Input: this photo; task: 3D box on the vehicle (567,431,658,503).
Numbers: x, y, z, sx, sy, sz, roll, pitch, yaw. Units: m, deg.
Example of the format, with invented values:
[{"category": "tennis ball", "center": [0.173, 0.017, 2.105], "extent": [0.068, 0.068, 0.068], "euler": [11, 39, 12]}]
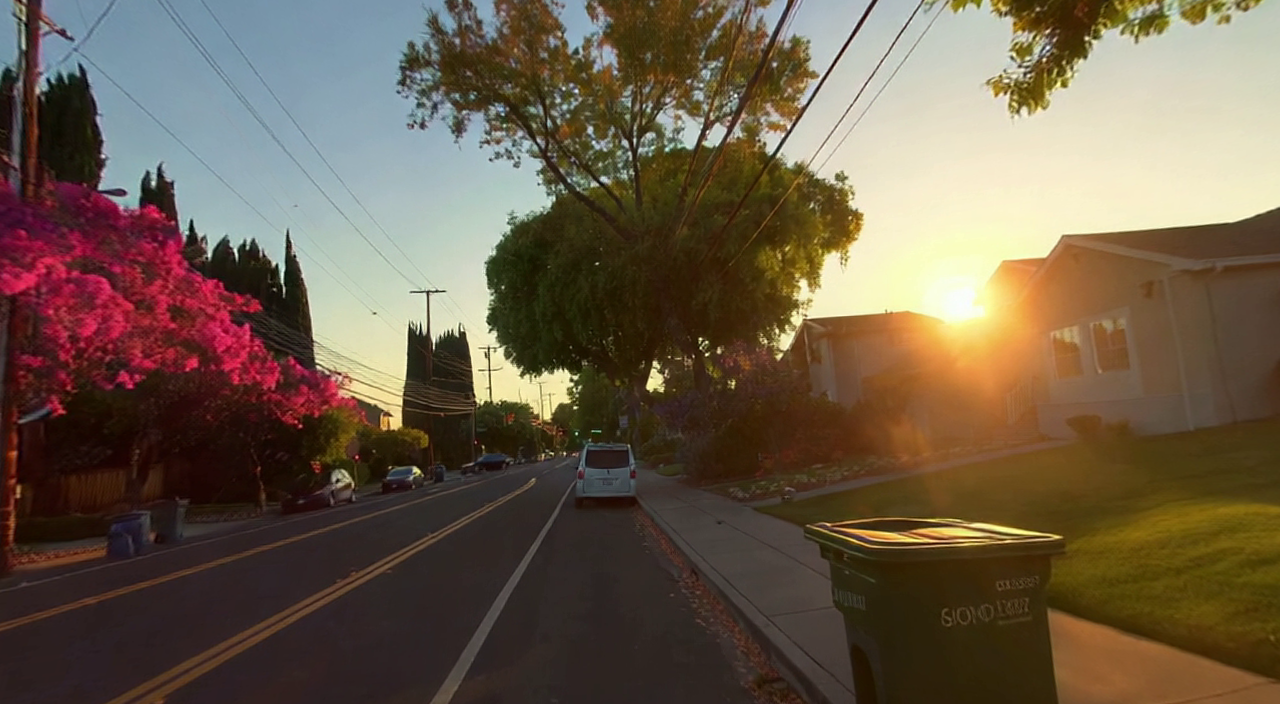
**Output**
[{"category": "vehicle", "center": [-0.820, 3.080, 17.386], "extent": [2.190, 1.708, 4.115], "euler": [0, -8, -4]}]

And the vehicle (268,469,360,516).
[{"category": "vehicle", "center": [-13.769, 5.917, 26.986], "extent": [1.982, 1.660, 4.142], "euler": [1, -8, -6]}]

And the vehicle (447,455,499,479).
[{"category": "vehicle", "center": [-12.970, 8.891, 48.934], "extent": [2.218, 1.679, 4.723], "euler": [6, -11, -37]}]
